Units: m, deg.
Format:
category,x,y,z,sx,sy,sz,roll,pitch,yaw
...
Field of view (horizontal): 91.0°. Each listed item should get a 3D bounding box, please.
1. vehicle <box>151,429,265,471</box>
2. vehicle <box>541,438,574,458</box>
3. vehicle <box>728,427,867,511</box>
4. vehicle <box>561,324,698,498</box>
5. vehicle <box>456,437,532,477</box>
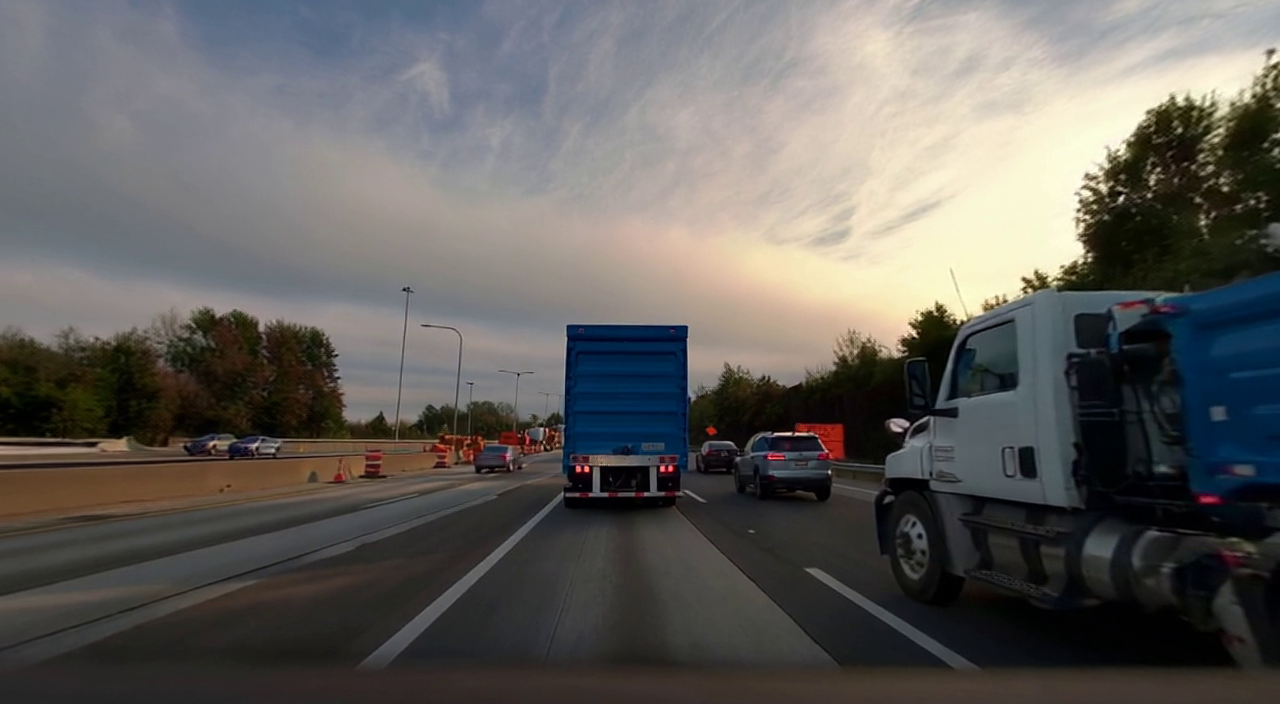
category,x,y,z,sx,sy,sz,roll,pitch,yaw
vehicle,-21.776,4.920,31.789,4.632,1.852,2.033,0,-8,16
vehicle,-6.493,7.593,49.812,1.994,1.481,4.660,0,-9,0
vehicle,3.557,2.736,15.173,2.103,1.713,4.173,1,-9,-3
vehicle,-0.417,2.080,19.402,3.067,3.940,10.154,1,-9,-2
vehicle,-5.904,4.332,26.110,2.014,1.477,4.595,0,-9,1
